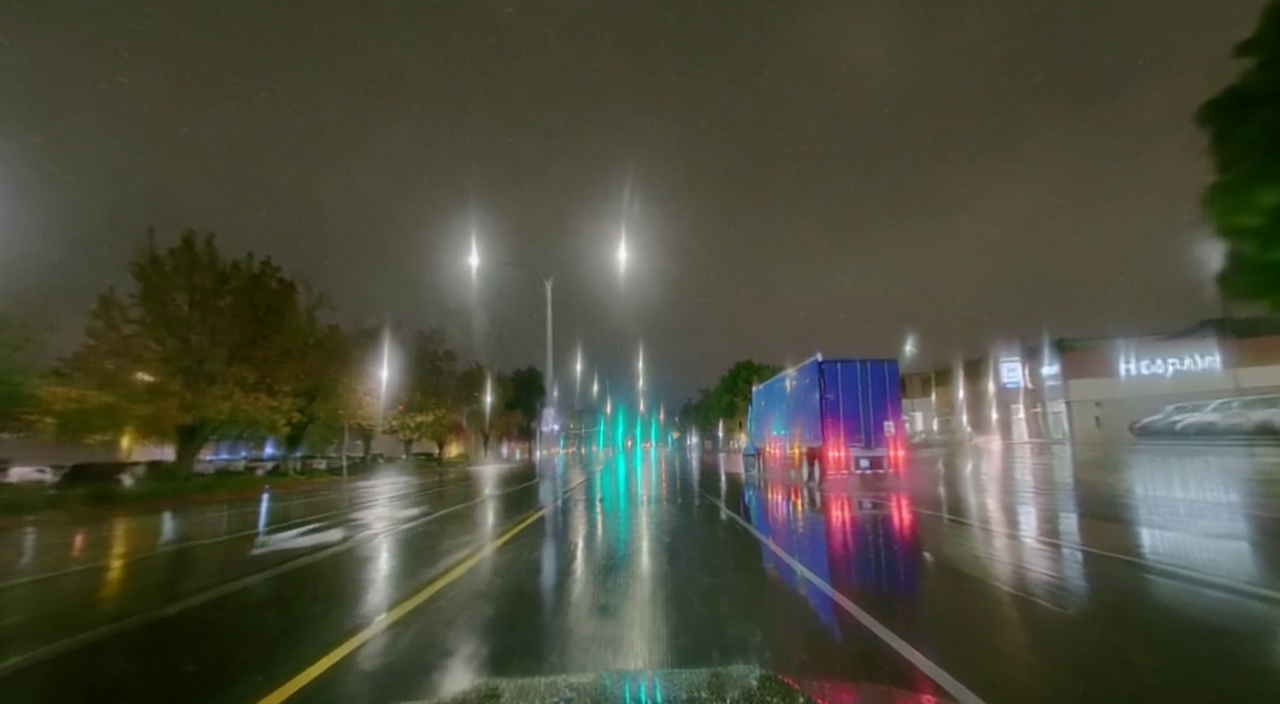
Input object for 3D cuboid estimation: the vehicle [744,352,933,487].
[{"bbox_3d":[6.537,2.727,23.633,3.120,3.794,11.510,0,-8,-1],"label":"vehicle"}]
